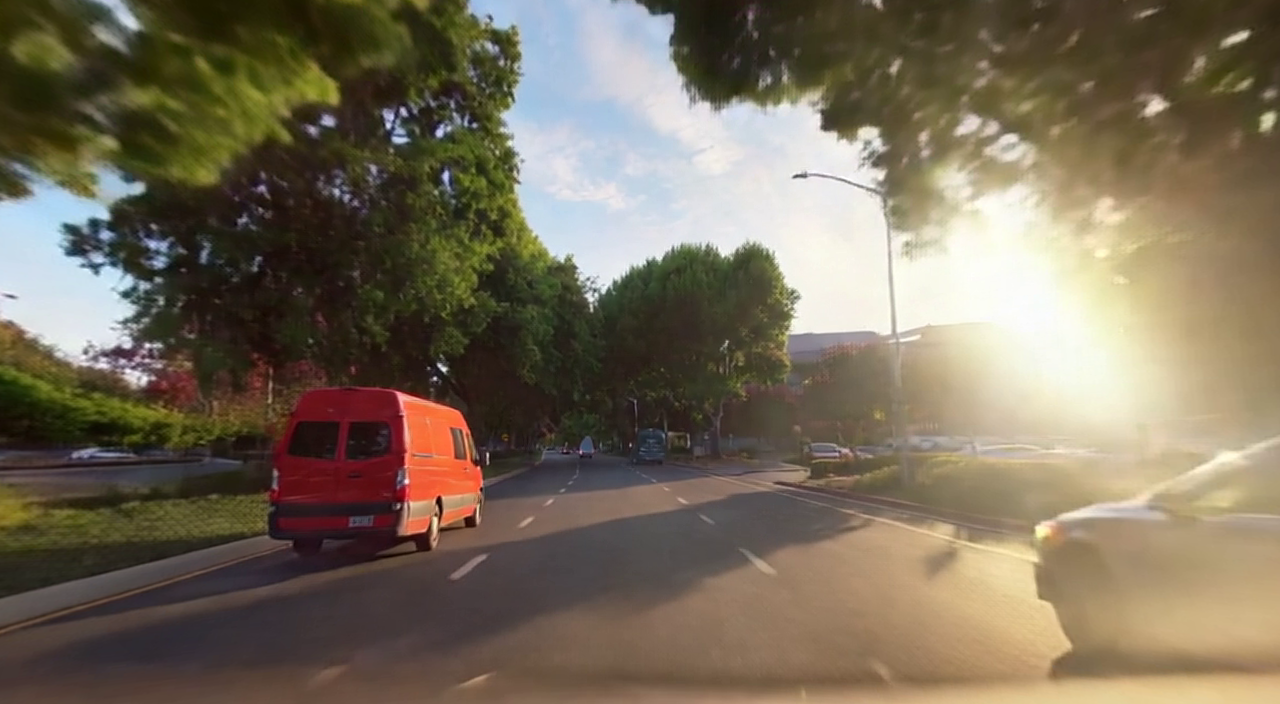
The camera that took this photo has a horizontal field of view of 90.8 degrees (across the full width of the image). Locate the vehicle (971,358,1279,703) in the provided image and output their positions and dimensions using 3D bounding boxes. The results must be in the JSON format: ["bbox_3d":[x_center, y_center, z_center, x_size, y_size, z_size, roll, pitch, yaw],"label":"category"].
[{"bbox_3d":[3.587,0.837,2.353,2.087,1.658,4.612,0,-9,-1],"label":"vehicle"}]

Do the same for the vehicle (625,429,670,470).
[{"bbox_3d":[0.438,6.636,42.766,2.397,2.566,5.324,1,-9,-6],"label":"vehicle"}]

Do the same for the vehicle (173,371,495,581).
[{"bbox_3d":[-3.778,1.674,9.080,2.420,2.227,4.499,0,-9,-2],"label":"vehicle"}]

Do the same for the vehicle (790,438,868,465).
[{"bbox_3d":[11.838,6.280,39.790,4.117,1.627,2.086,1,-9,-6],"label":"vehicle"}]
